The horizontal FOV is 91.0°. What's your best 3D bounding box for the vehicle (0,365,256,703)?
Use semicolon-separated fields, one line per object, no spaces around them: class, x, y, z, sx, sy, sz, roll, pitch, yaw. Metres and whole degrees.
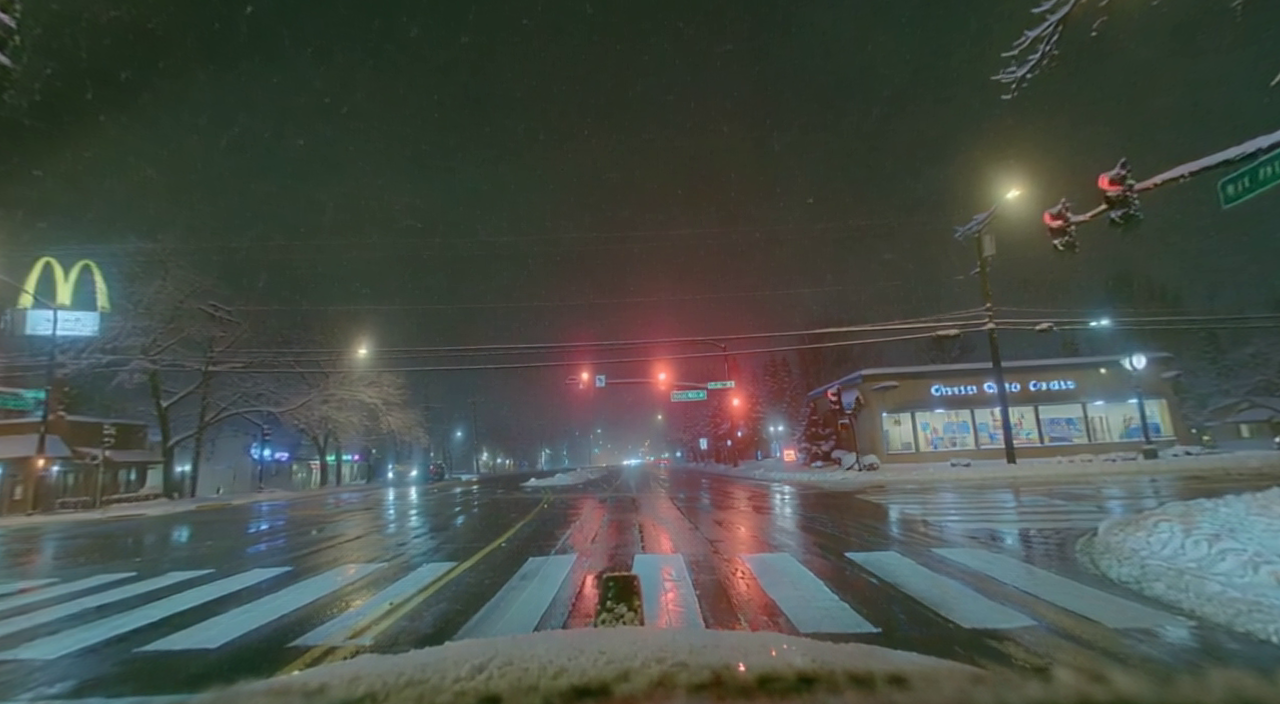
vehicle;-3.409;0.743;1.412;2.081;1.644;4.523;0;-9;2

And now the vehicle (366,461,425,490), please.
vehicle;-19.217;9.717;49.823;2.227;2.033;5.614;0;-9;1

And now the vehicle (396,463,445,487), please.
vehicle;-15.757;8.828;45.407;1.931;1.471;4.152;0;-9;1
